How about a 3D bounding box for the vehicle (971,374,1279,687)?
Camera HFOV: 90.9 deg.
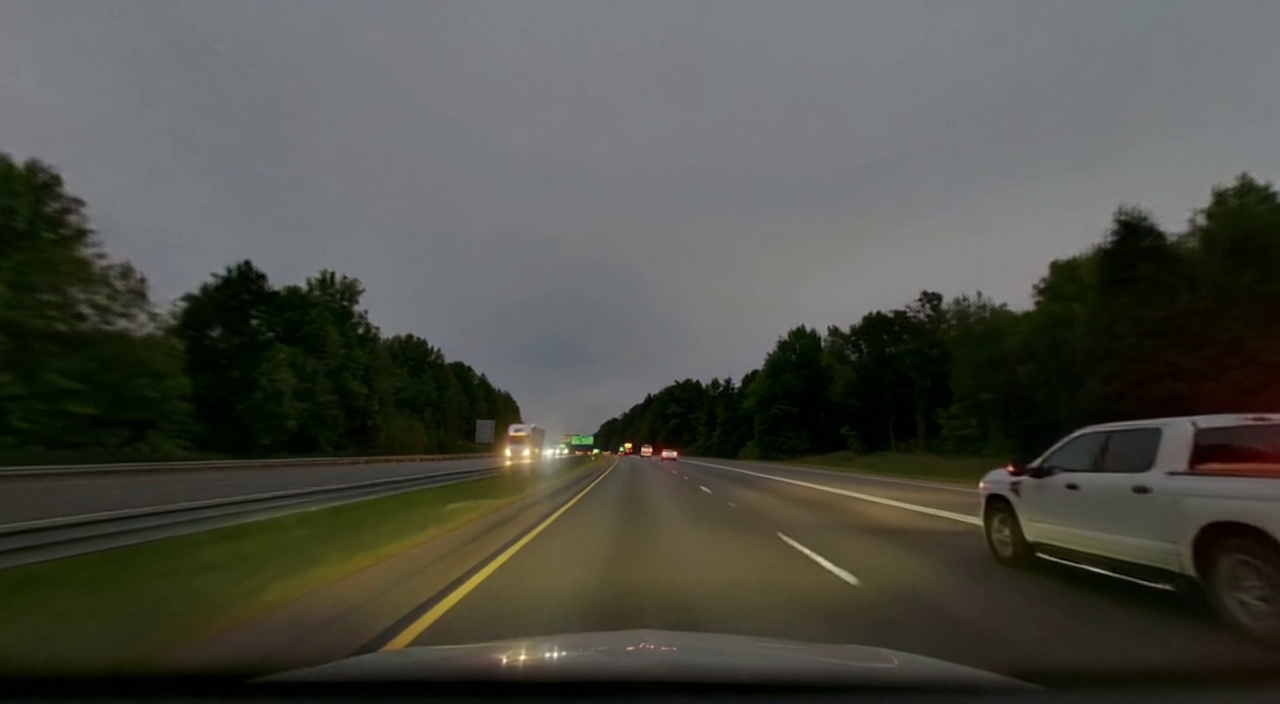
[{"bbox_3d":[4.407,1.085,4.234,1.933,1.663,4.440,0,-9,0],"label":"vehicle"}]
